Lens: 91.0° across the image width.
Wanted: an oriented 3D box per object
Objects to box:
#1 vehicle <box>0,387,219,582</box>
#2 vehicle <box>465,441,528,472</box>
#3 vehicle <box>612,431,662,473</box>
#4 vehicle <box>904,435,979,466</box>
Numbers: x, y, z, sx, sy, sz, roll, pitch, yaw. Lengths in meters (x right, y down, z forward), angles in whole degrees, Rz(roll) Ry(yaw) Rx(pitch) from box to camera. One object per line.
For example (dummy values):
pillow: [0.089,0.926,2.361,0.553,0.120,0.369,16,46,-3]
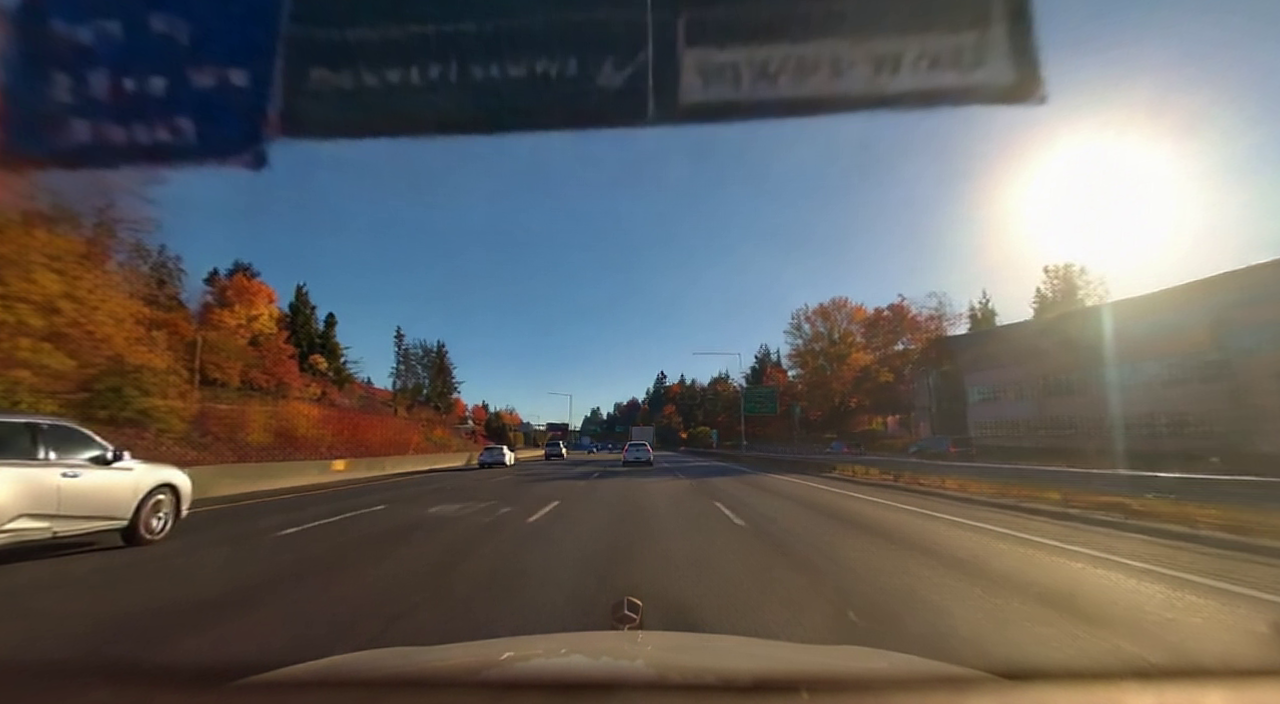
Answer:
vehicle: [-7.145,1.338,6.489,2.146,1.834,4.999,0,-9,0]
vehicle: [-7.247,5.315,32.242,2.074,1.495,4.643,0,-9,1]
vehicle: [-0.130,4.843,30.751,2.245,1.863,4.801,0,-9,0]
vehicle: [17.113,5.631,36.053,2.019,1.657,4.582,0,-9,0]
